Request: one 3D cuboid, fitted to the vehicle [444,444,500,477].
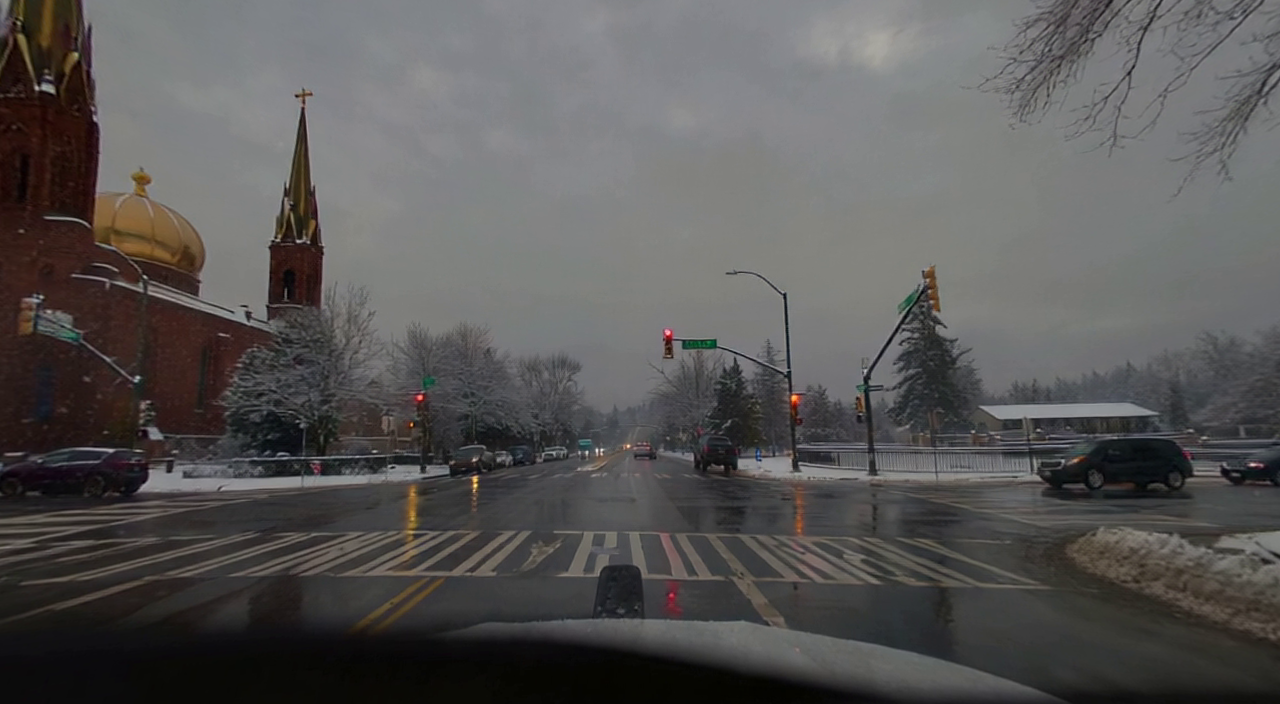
[{"bbox_3d":[-10.260,6.609,38.940,2.076,1.876,4.669,0,-8,1],"label":"vehicle"}]

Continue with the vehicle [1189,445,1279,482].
[{"bbox_3d":[26.359,4.679,26.688,4.561,1.475,1.850,0,-8,0],"label":"vehicle"}]

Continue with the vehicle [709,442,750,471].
[{"bbox_3d":[5.799,6.860,41.511,1.969,1.776,4.329,0,-8,-2],"label":"vehicle"}]

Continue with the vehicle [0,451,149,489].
[{"bbox_3d":[-23.378,4.862,26.203,4.479,1.476,1.873,0,-8,1],"label":"vehicle"}]

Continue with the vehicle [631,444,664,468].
[{"bbox_3d":[0.641,7.970,48.742,2.051,1.724,4.567,-1,-9,6],"label":"vehicle"}]

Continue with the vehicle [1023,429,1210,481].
[{"bbox_3d":[19.848,4.304,26.580,5.852,2.057,2.361,0,-8,0],"label":"vehicle"}]
